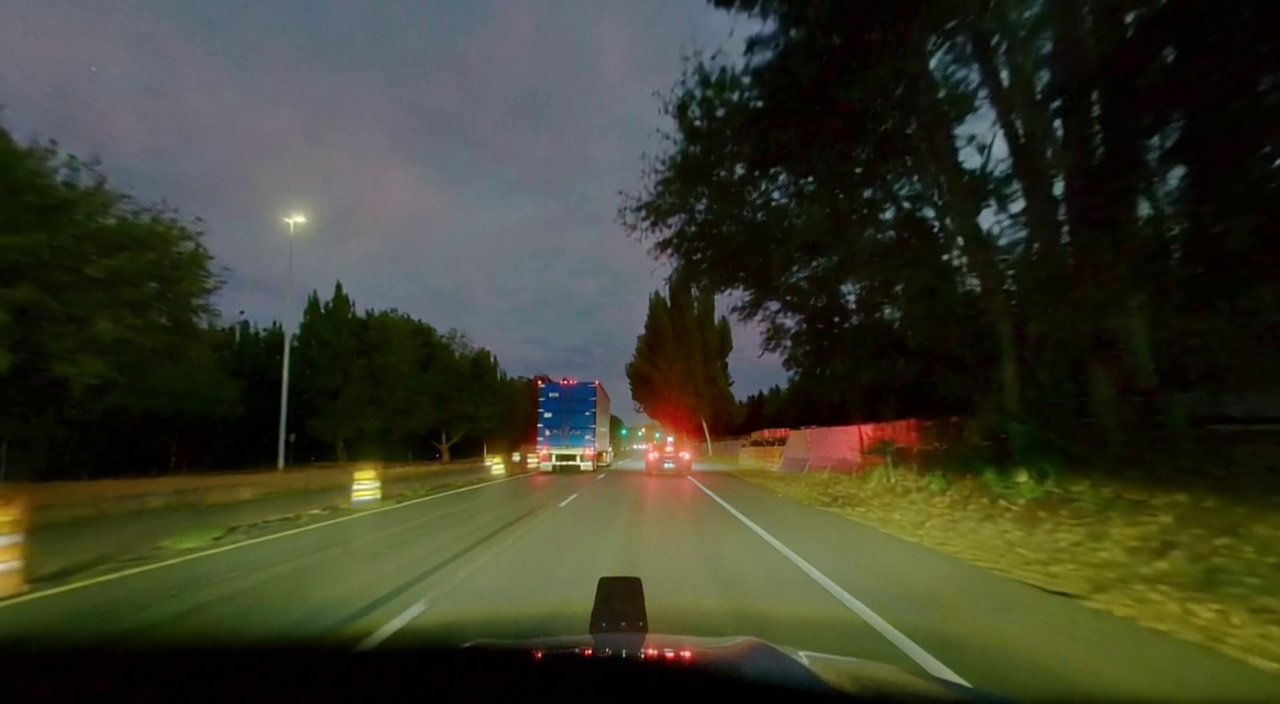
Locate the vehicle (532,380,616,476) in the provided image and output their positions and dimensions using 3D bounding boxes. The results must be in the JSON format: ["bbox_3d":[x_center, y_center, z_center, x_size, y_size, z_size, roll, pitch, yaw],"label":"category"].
[{"bbox_3d":[-3.114,4.368,34.898,2.906,4.115,15.715,0,-8,0],"label":"vehicle"}]

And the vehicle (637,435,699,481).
[{"bbox_3d":[1.047,4.239,25.565,2.304,1.675,4.462,0,-8,0],"label":"vehicle"}]
